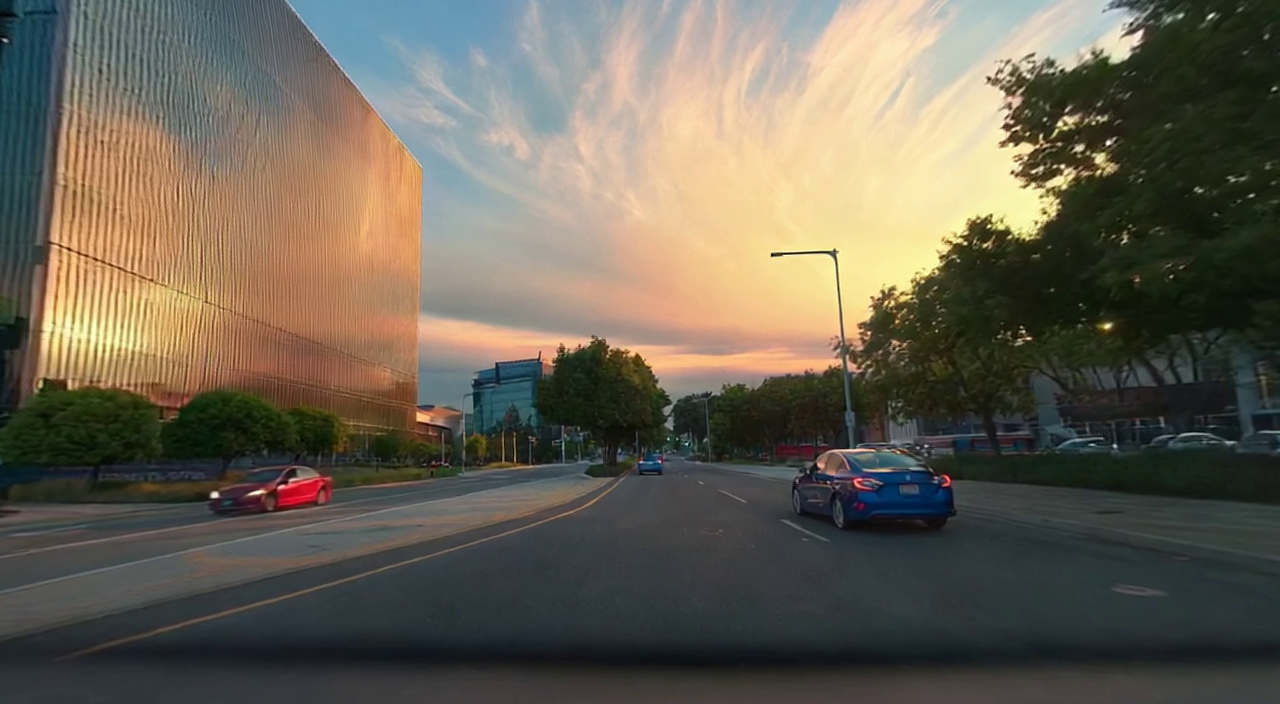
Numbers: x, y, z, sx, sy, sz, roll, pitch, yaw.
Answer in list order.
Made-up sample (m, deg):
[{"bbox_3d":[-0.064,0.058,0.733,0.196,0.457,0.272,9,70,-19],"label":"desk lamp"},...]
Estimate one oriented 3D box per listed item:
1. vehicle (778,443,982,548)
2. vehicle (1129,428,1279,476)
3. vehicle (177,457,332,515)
[{"bbox_3d":[3.944,2.410,11.256,1.993,1.501,4.127,0,-9,0],"label":"vehicle"},{"bbox_3d":[21.757,3.762,23.737,4.969,1.697,1.947,0,-9,-2],"label":"vehicle"},{"bbox_3d":[-11.757,4.084,19.628,1.975,1.517,4.373,0,-9,1],"label":"vehicle"}]
